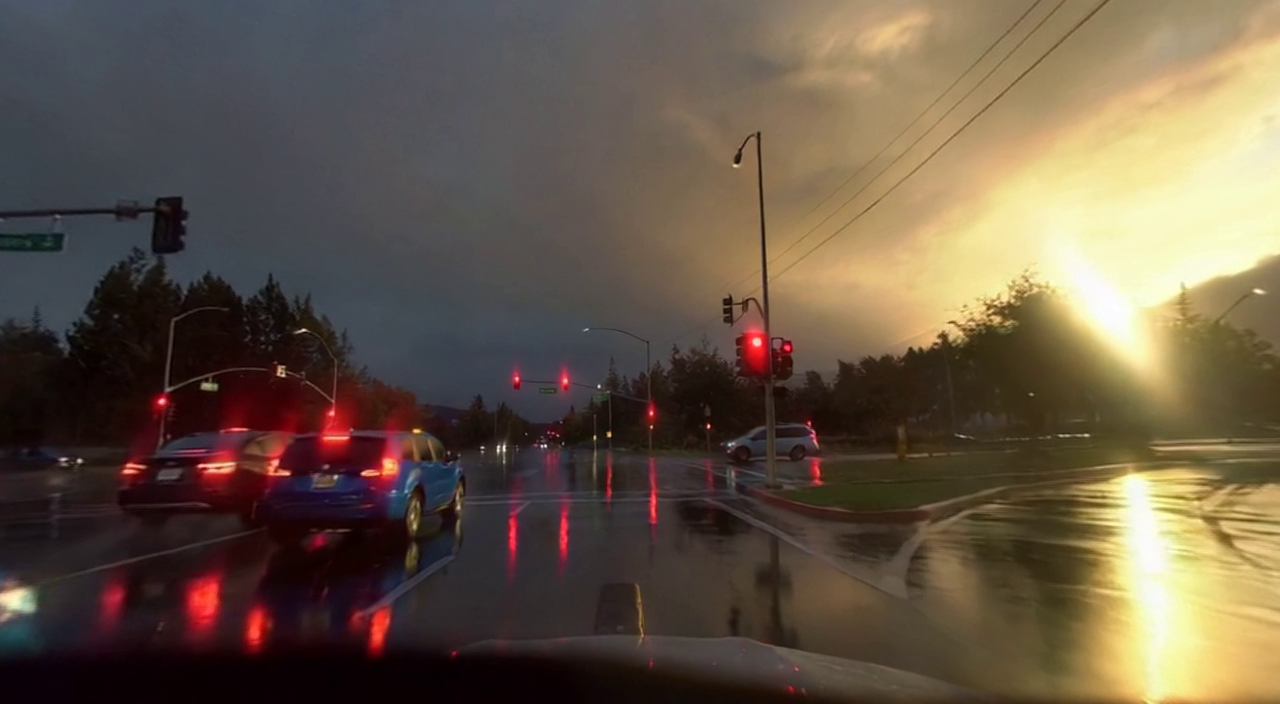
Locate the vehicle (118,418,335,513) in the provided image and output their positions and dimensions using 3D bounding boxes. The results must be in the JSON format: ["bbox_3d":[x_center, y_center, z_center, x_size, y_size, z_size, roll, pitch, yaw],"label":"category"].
[{"bbox_3d":[-7.856,2.190,12.501,1.761,1.574,3.871,1,-9,-2],"label":"vehicle"}]

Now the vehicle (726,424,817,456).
[{"bbox_3d":[7.421,5.008,35.876,4.884,1.714,2.021,-1,-9,11],"label":"vehicle"}]

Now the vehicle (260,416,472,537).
[{"bbox_3d":[-4.148,1.945,10.348,1.815,1.569,3.940,1,-9,-2],"label":"vehicle"}]
